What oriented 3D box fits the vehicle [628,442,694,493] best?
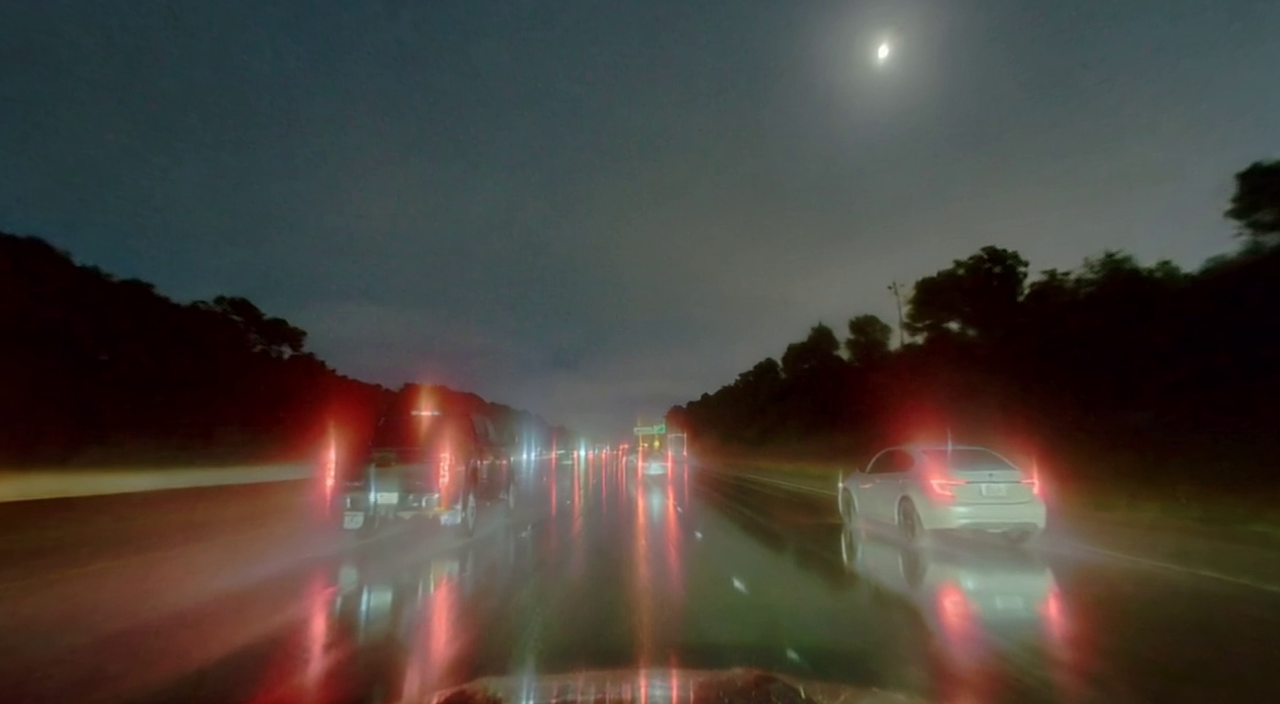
[{"bbox_3d":[0.606,3.855,21.330,2.015,1.526,4.286,0,-9,-1],"label":"vehicle"}]

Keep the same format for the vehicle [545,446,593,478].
[{"bbox_3d":[-3.561,5.580,32.149,1.940,1.502,4.463,0,-9,0],"label":"vehicle"}]

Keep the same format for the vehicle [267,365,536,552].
[{"bbox_3d":[-3.655,1.863,11.382,2.523,2.458,6.022,0,-9,0],"label":"vehicle"}]

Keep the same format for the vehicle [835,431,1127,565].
[{"bbox_3d":[4.533,1.985,9.228,1.961,1.491,4.035,0,-9,-1],"label":"vehicle"}]
